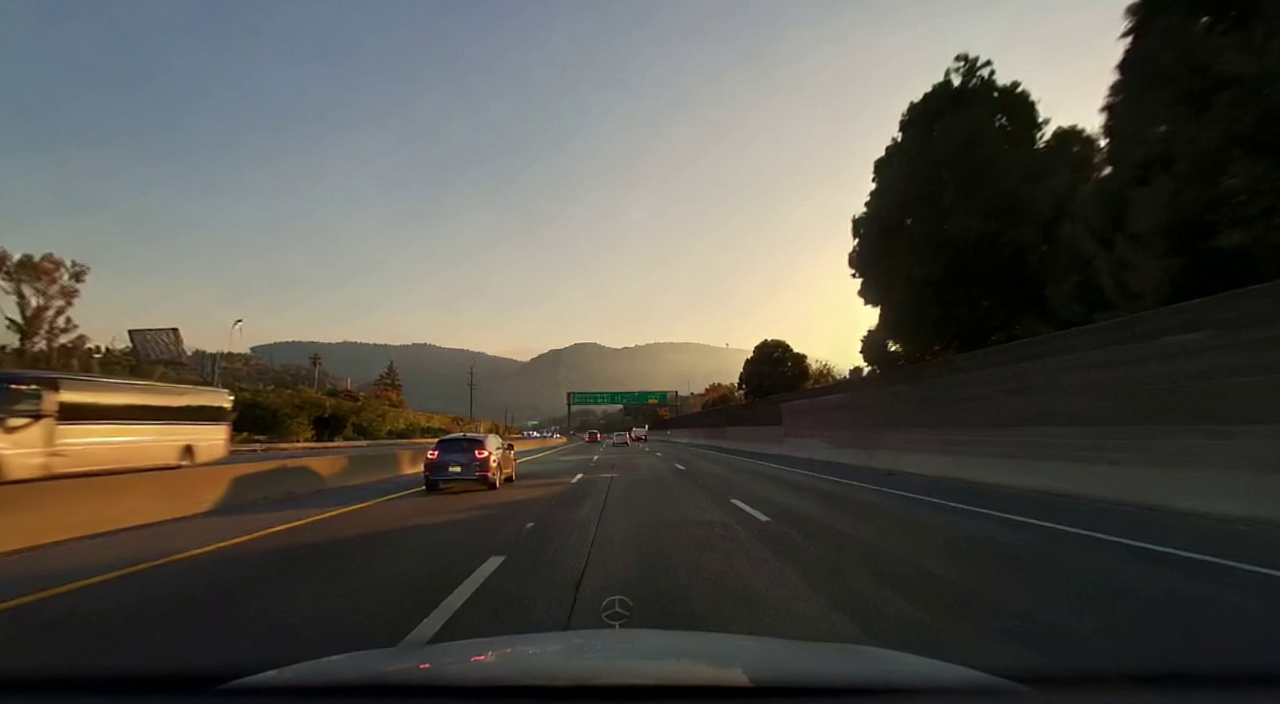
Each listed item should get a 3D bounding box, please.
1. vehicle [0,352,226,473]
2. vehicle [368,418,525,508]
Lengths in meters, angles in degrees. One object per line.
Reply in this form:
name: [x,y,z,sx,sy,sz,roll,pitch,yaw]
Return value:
vehicle: [-22.423,2.707,25.925,2.964,3.896,12.144,0,-8,-2]
vehicle: [-3.847,2.267,13.407,2.062,1.591,4.156,0,-8,-1]
